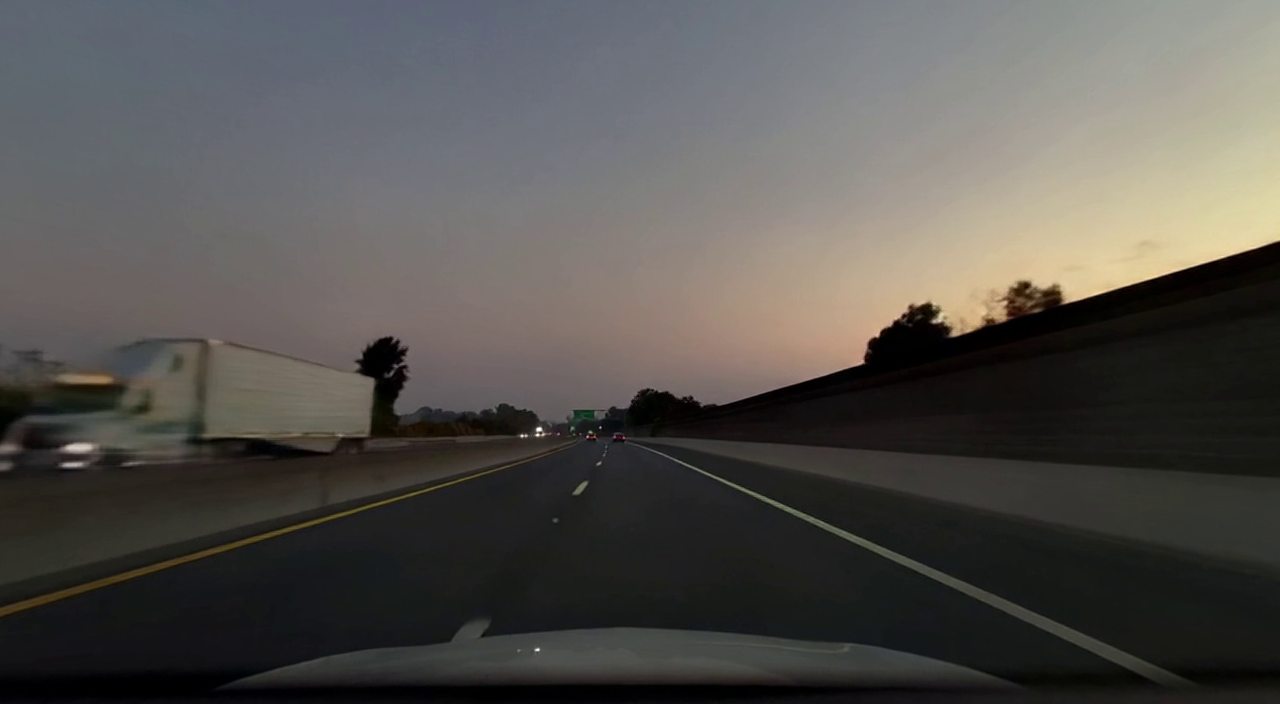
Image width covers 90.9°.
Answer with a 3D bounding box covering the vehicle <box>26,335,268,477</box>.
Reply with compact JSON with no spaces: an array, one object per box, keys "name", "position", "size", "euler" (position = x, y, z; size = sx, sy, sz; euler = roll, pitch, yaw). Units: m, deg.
[{"name":"vehicle","position":[-15.551,1.899,20.691],"size":[3.006,3.965,5.994],"euler":[0,-8,-2]}]
